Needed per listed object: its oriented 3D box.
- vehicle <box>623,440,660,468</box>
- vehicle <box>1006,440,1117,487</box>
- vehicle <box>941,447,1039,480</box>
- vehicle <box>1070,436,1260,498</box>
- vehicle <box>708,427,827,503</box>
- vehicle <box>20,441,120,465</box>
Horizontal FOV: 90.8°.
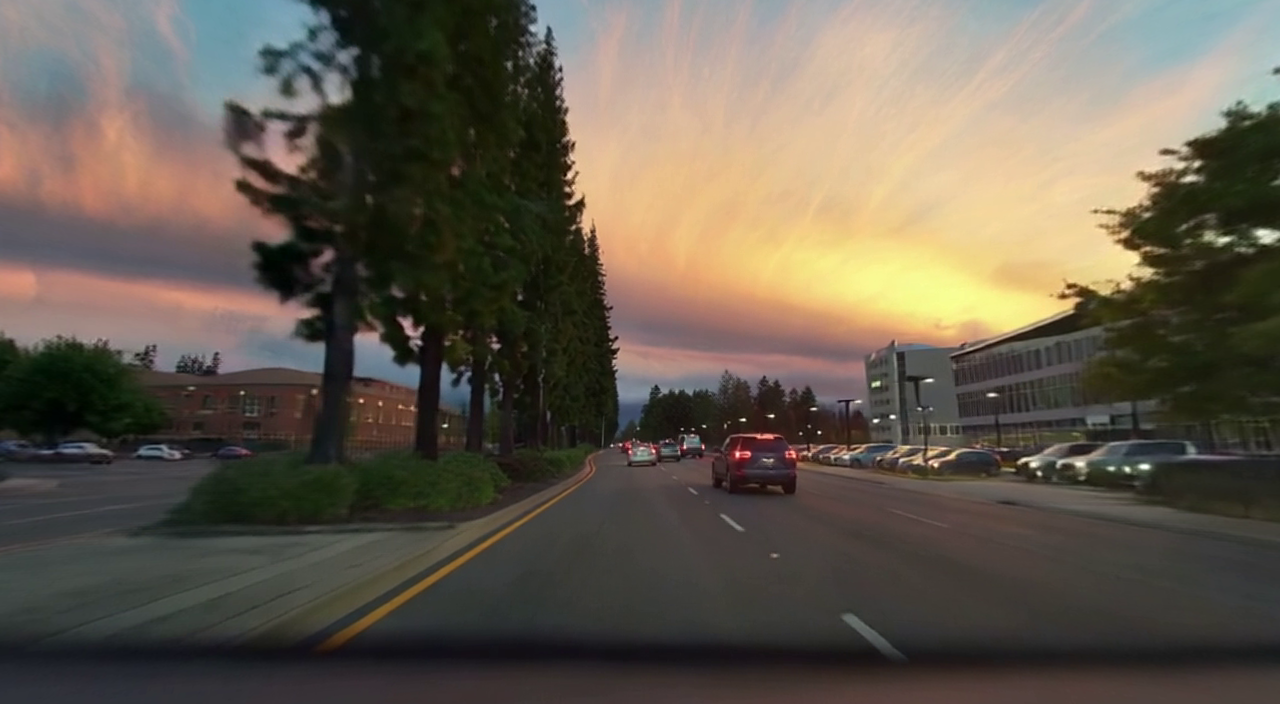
[{"bbox_3d":[0.054,6.277,39.002,2.145,1.572,4.021,0,-9,-1],"label":"vehicle"},{"bbox_3d":[16.412,4.323,24.898,1.914,1.644,4.378,-2,-8,10],"label":"vehicle"},{"bbox_3d":[17.368,5.499,31.419,3.958,1.524,2.061,3,-10,-20],"label":"vehicle"},{"bbox_3d":[15.994,3.516,19.660,1.812,1.687,4.579,1,-9,-3],"label":"vehicle"},{"bbox_3d":[3.326,3.085,17.670,2.235,1.806,4.818,0,-9,-1],"label":"vehicle"},{"bbox_3d":[-37.097,6.584,41.209,4.555,1.470,1.937,0,-9,-1],"label":"vehicle"}]
